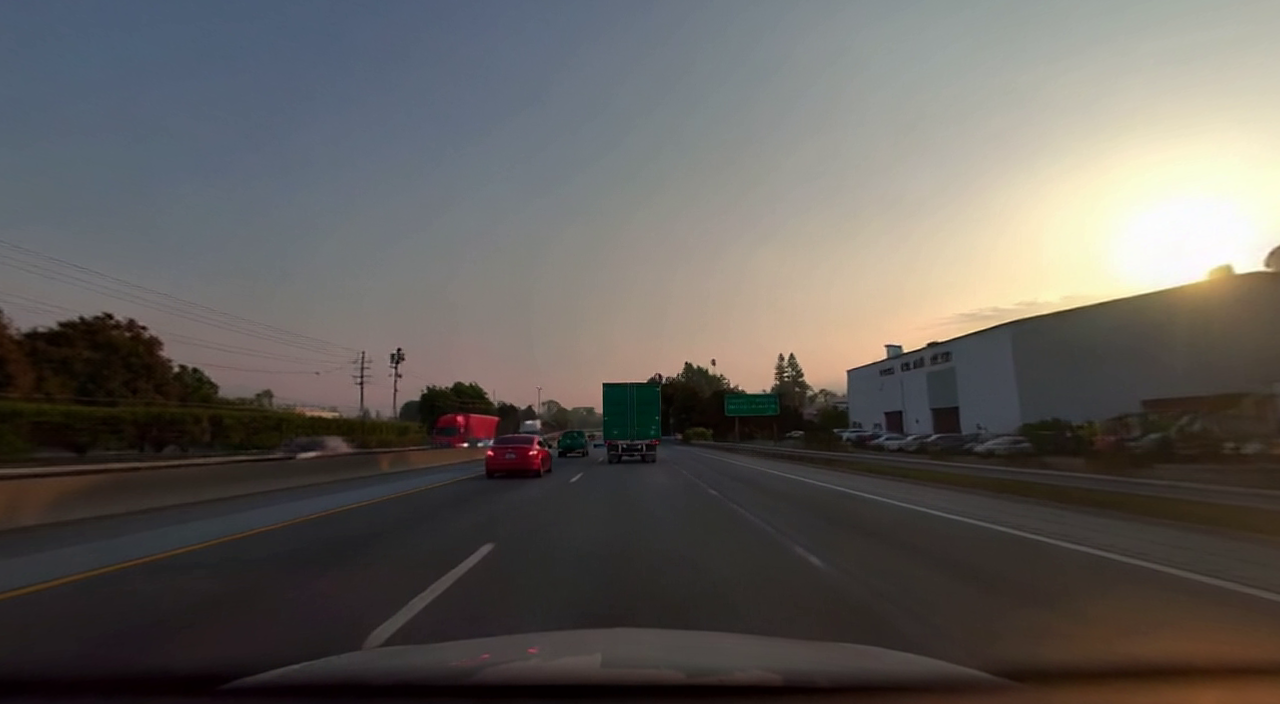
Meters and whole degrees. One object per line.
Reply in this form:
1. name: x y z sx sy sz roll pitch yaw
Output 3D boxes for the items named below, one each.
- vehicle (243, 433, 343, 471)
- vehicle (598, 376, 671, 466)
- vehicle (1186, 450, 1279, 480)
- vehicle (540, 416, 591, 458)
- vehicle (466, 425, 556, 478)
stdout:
1. vehicle: -14.971 4.307 27.478 1.934 1.527 4.158 0 -8 0
2. vehicle: -0.377 3.785 33.542 3.259 4.066 9.891 0 -8 -2
3. vehicle: 44.245 8.405 47.055 4.593 2.050 2.388 0 -8 0
4. vehicle: -5.109 6.001 44.370 2.717 2.714 6.997 0 -8 0
5. vehicle: -4.271 3.380 21.790 2.005 1.602 5.131 0 -8 0
